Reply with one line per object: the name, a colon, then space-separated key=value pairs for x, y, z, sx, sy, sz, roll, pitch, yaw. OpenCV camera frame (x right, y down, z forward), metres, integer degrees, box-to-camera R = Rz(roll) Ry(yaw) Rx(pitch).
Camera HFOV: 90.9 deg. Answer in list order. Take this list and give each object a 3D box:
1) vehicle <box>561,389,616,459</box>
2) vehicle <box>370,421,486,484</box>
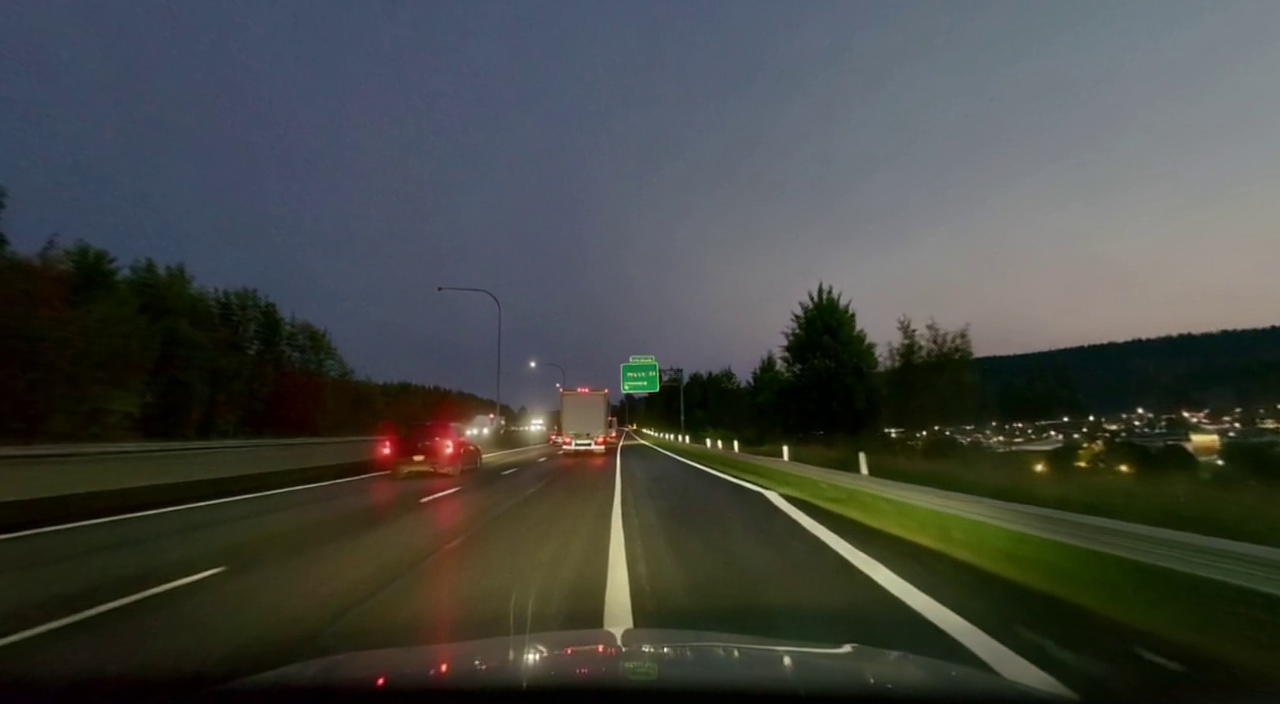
vehicle: x=-2.979 y=4.475 z=38.572 sx=2.855 sy=3.741 sz=8.587 roll=1 pitch=-8 yaw=-2
vehicle: x=-6.130 y=2.958 z=18.854 sx=2.068 sy=1.647 sz=4.321 roll=0 pitch=-8 yaw=-2
